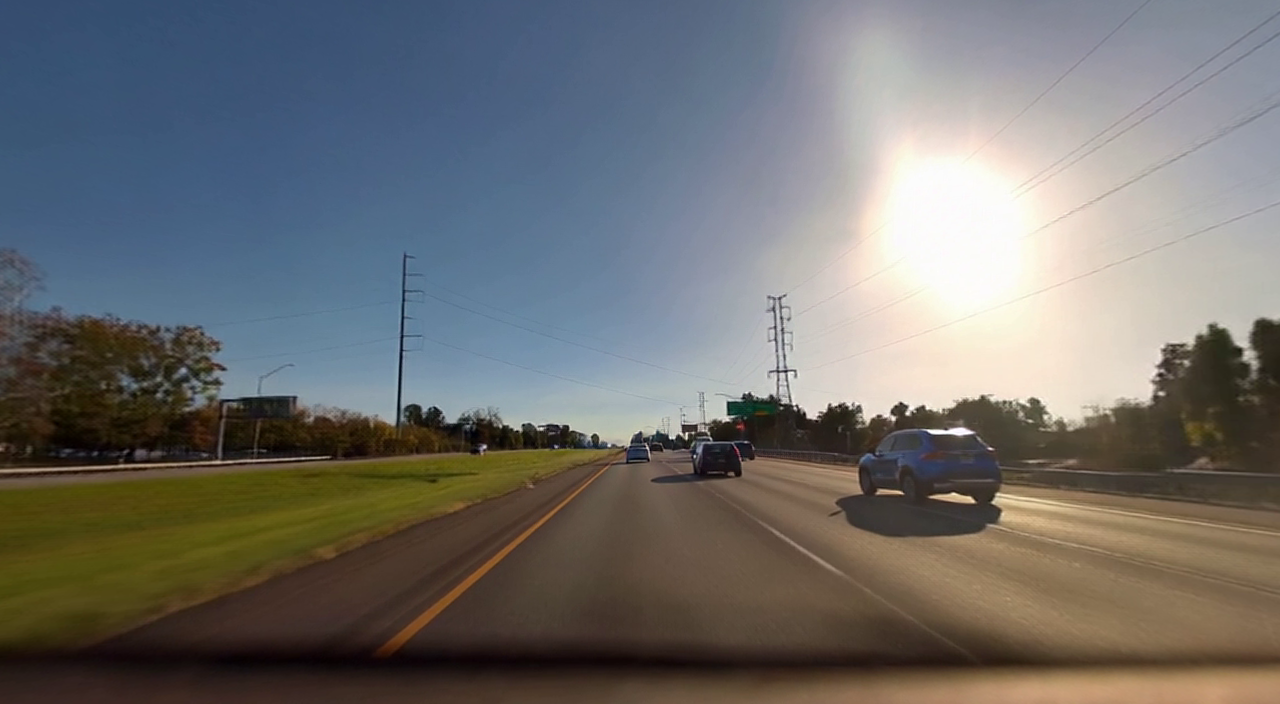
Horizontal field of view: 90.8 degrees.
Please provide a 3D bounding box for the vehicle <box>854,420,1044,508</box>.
[{"bbox_3d":[7.211,2.662,15.493,2.114,1.800,4.779,0,-8,-1],"label":"vehicle"}]

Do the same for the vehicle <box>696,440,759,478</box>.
[{"bbox_3d":[3.615,4.499,26.861,1.978,1.488,4.252,0,-8,-2],"label":"vehicle"}]

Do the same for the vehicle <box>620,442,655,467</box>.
[{"bbox_3d":[-0.203,6.393,39.700,2.085,1.449,3.860,0,-8,-1],"label":"vehicle"}]
